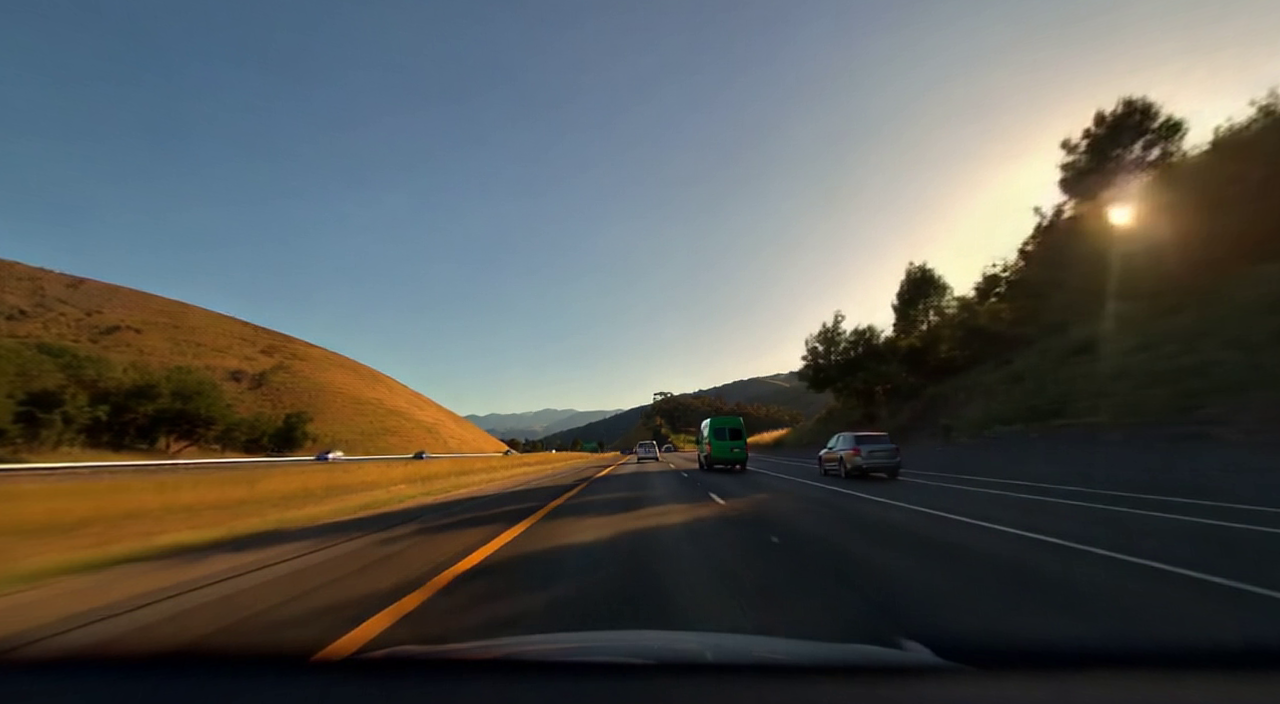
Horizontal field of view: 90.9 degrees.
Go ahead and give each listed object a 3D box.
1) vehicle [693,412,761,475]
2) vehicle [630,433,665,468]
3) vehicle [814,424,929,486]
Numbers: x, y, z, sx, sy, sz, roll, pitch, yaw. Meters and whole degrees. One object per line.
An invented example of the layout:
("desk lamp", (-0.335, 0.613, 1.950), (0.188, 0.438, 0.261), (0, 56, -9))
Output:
("vehicle", (3.950, 4.338, 29.851), (2.302, 2.670, 6.176), (0, -8, 0))
("vehicle", (0.480, 6.329, 40.743), (2.131, 2.122, 4.473), (0, -8, 0))
("vehicle", (8.009, 3.625, 22.438), (2.240, 1.925, 4.854), (0, -8, 0))
